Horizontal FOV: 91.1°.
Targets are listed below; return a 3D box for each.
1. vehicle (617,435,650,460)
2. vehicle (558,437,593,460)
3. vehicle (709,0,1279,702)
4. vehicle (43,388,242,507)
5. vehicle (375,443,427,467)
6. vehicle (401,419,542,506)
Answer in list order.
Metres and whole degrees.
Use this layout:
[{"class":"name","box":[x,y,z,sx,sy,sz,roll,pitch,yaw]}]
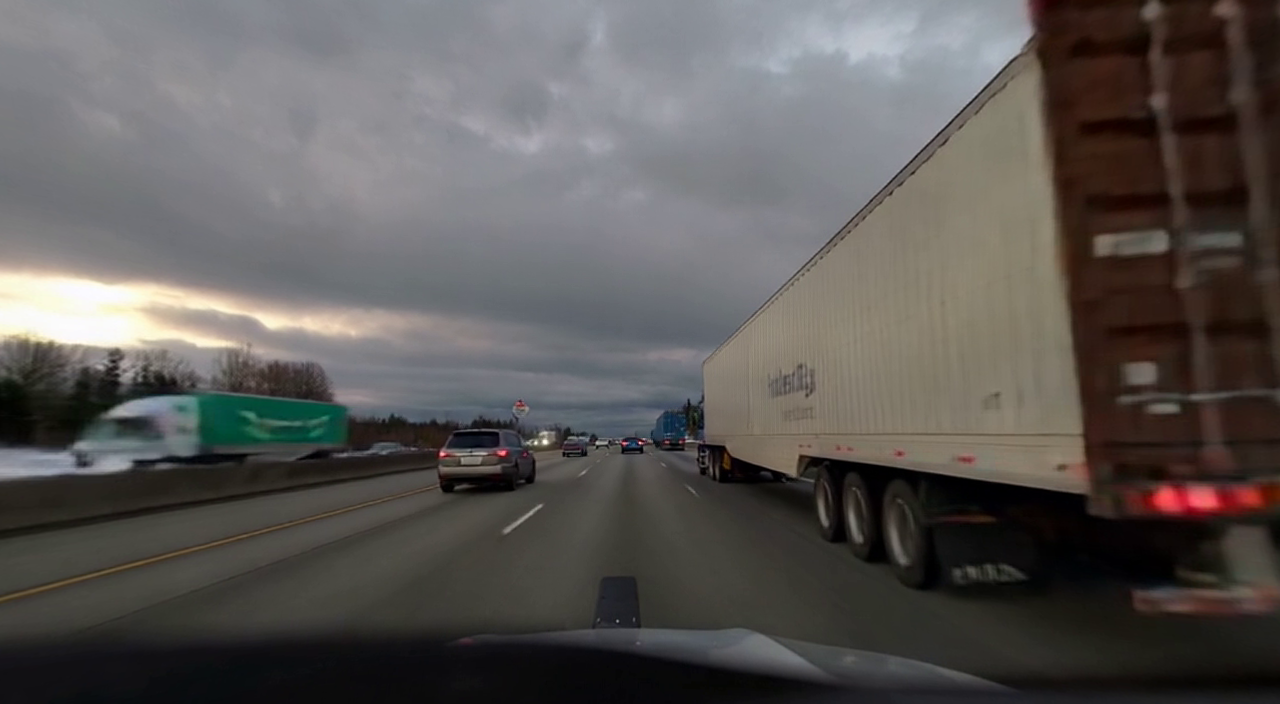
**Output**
[{"class":"vehicle","box":[-0.441,6.276,41.593,2.088,1.567,4.240,0,-8,-1]},{"class":"vehicle","box":[-4.387,6.624,43.476,2.021,1.514,4.190,0,-8,-1]},{"class":"vehicle","box":[3.607,0.688,10.605,2.959,4.058,14.485,0,-8,-1]},{"class":"vehicle","box":[-19.982,3.823,25.848,3.399,4.308,5.546,0,-7,-1]},{"class":"vehicle","box":[-16.118,6.929,42.612,1.840,1.483,4.105,-1,-8,0]},{"class":"vehicle","box":[-3.658,2.464,14.600,2.054,1.671,4.445,0,-8,0]}]
